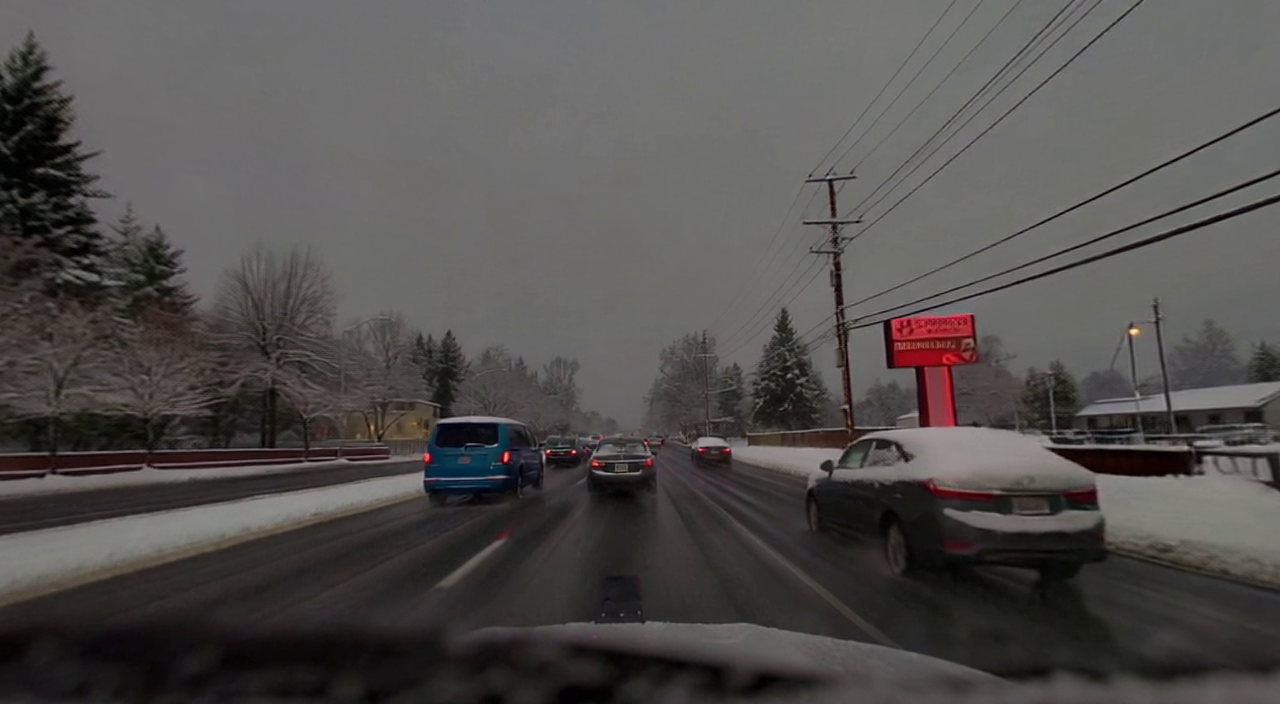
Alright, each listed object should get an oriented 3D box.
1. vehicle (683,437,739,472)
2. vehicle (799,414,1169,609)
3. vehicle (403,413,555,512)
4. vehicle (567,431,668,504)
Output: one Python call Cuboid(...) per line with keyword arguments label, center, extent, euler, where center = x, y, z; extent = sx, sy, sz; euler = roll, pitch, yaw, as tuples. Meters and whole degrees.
Cuboid(label="vehicle", center=(3.138, 4.635, 28.792), extent=(1.878, 1.479, 4.461), euler=(0, -9, -2))
Cuboid(label="vehicle", center=(3.198, 1.540, 6.912), extent=(1.880, 1.521, 3.724), euler=(0, -9, -1))
Cuboid(label="vehicle", center=(-3.363, 2.440, 14.346), extent=(2.092, 1.839, 4.736), euler=(0, -9, 1))
Cuboid(label="vehicle", center=(-0.455, 2.714, 15.171), extent=(2.097, 1.511, 3.809), euler=(0, -9, 0))
